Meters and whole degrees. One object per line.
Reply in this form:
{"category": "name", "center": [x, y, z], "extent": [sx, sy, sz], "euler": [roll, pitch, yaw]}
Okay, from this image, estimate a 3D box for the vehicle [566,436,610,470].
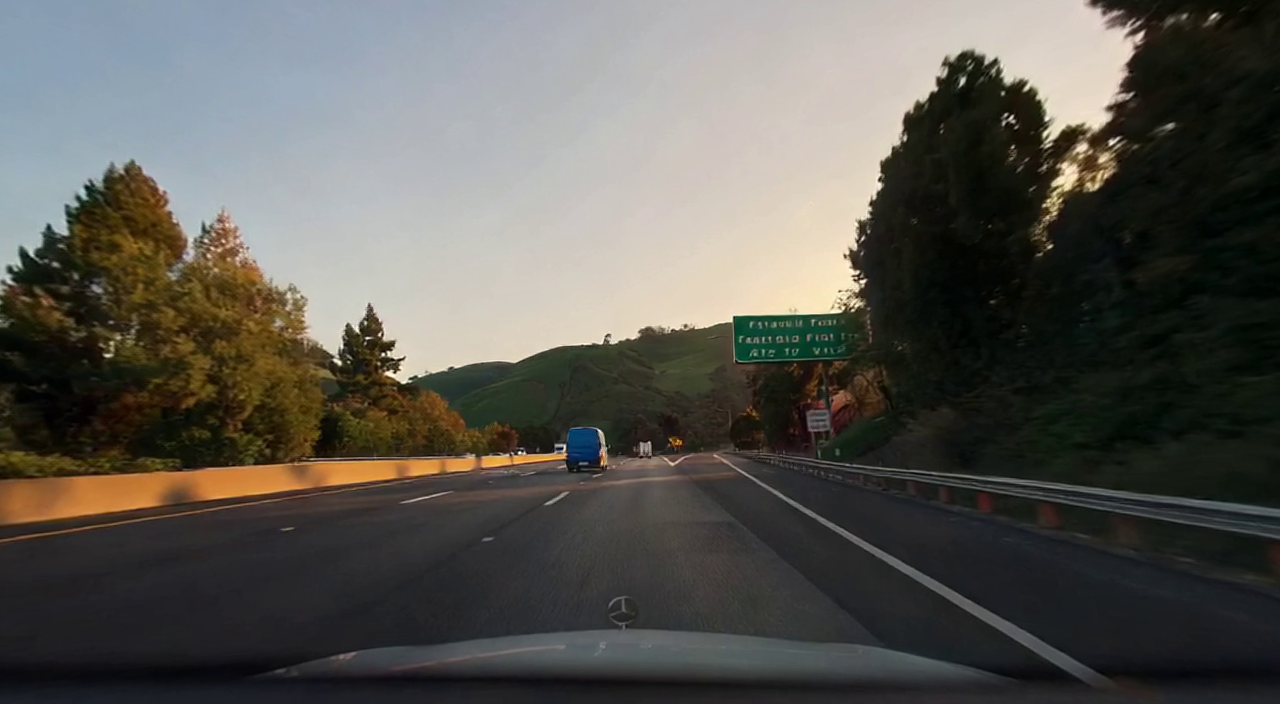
{"category": "vehicle", "center": [-3.000, 5.938, 37.100], "extent": [2.169, 1.849, 4.639], "euler": [0, -8, 0]}
